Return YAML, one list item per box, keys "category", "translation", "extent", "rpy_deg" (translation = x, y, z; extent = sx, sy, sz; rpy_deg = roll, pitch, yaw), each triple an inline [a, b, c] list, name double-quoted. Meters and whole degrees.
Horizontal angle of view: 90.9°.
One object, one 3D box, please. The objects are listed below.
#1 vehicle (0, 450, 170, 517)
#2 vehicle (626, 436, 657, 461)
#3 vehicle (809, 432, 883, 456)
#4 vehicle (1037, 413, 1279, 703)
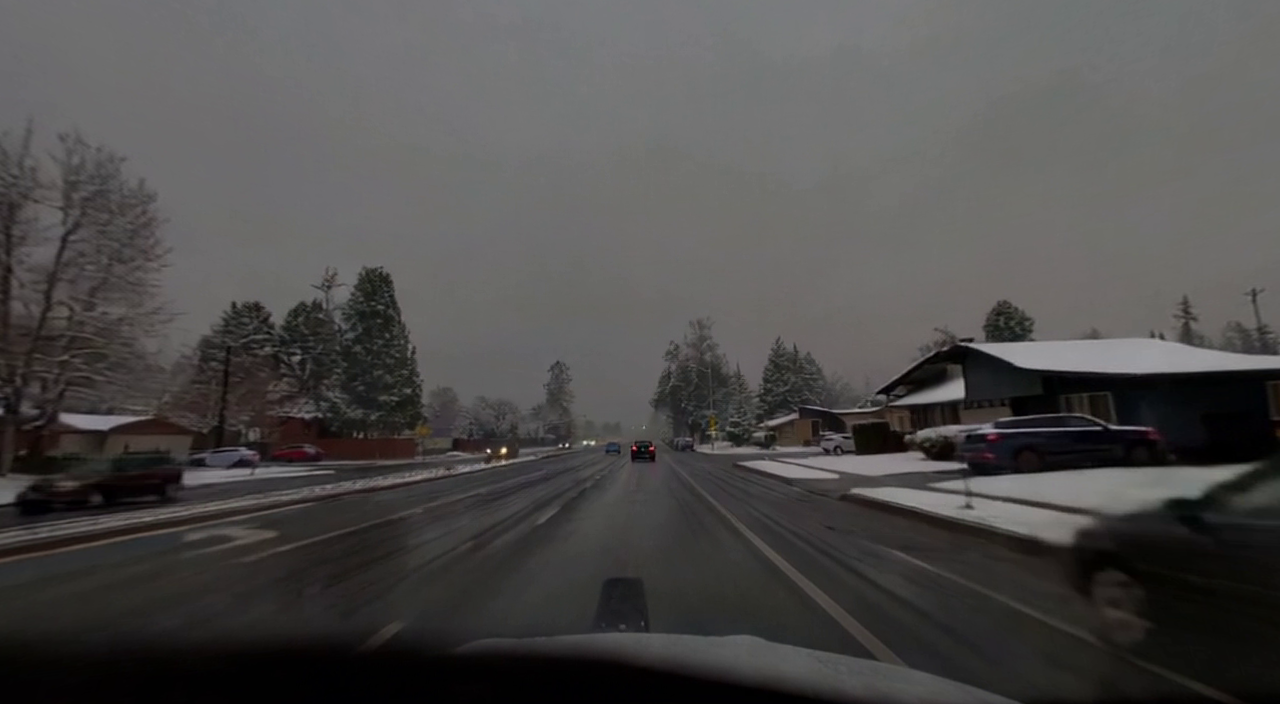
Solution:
- category: "vehicle"
  translation: [-14.304, 3.156, 15.604]
  extent: [1.937, 1.386, 4.354]
  rpy_deg: [-1, -9, 1]
- category: "vehicle"
  translation: [0.089, 6.698, 43.800]
  extent: [2.024, 1.655, 4.301]
  rpy_deg: [0, -9, 0]
- category: "vehicle"
  translation: [14.915, 6.693, 45.829]
  extent: [4.663, 1.677, 1.934]
  rpy_deg: [0, -9, -2]
- category: "vehicle"
  translation: [4.102, 0.927, 2.326]
  extent: [2.080, 1.469, 4.898]
  rpy_deg: [0, -9, 0]
